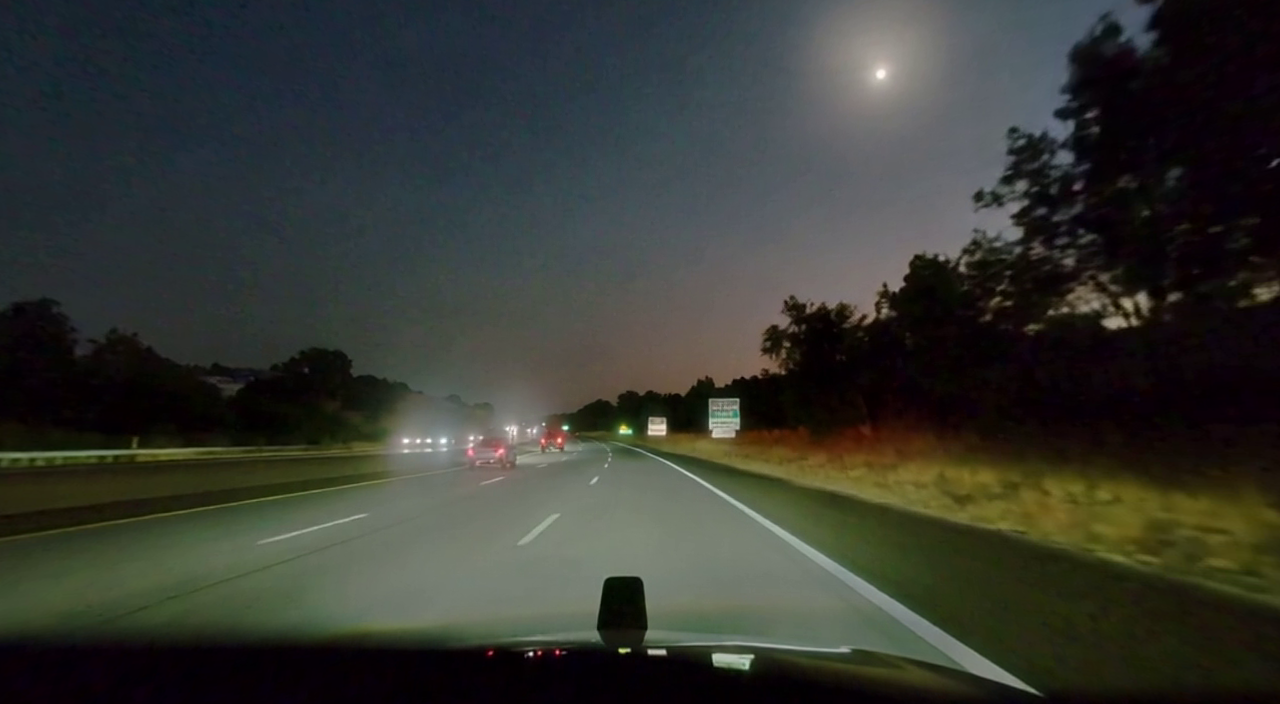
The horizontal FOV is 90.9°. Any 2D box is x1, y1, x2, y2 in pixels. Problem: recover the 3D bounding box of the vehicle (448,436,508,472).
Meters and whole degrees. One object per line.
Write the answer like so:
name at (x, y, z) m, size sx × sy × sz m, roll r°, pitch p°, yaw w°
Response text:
vehicle at (-7.764, 4.917, 30.610) m, size 1.931 × 1.608 × 3.977 m, roll 0°, pitch -8°, yaw -1°
